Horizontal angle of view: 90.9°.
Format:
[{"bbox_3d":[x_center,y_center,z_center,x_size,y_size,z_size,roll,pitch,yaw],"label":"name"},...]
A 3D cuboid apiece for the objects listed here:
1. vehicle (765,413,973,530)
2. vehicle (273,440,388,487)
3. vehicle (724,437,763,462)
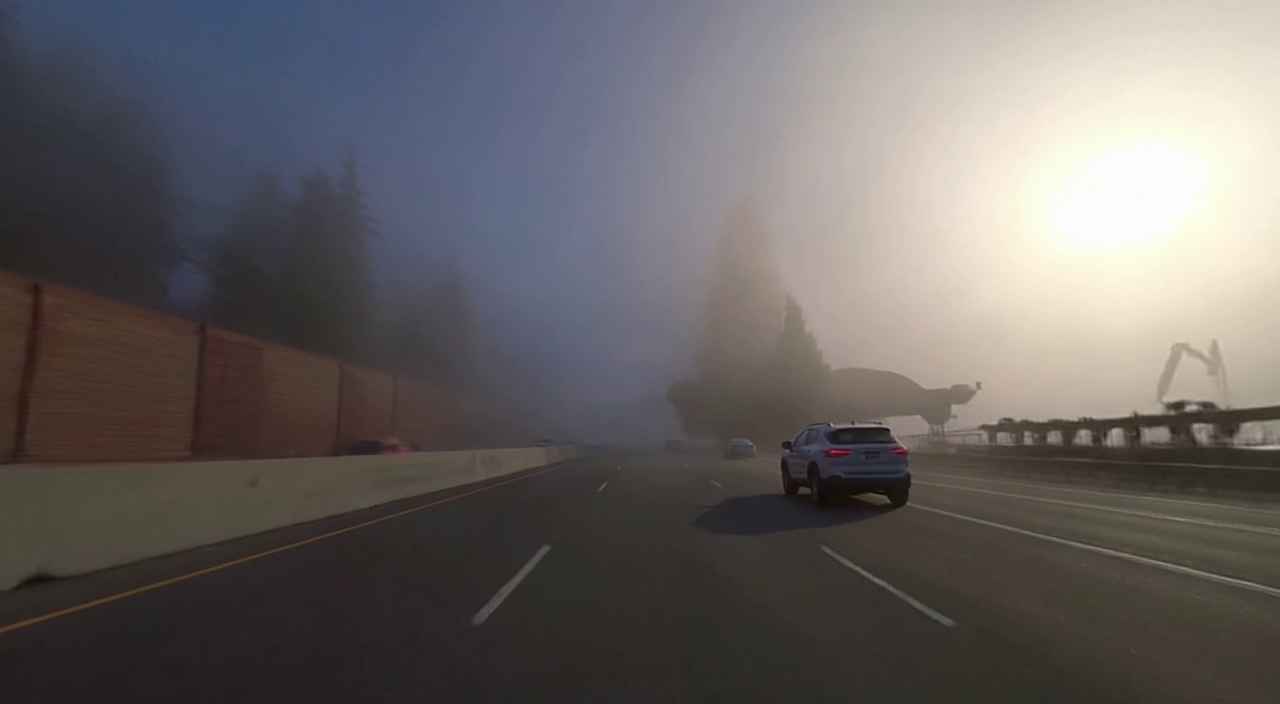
[{"bbox_3d":[4.011,2.192,12.133,2.190,1.783,4.637,0,-8,-1],"label":"vehicle"},{"bbox_3d":[-10.831,3.925,22.495,1.829,1.484,4.385,0,-8,1],"label":"vehicle"},{"bbox_3d":[7.824,7.394,48.099,2.066,1.795,4.674,0,-8,-1],"label":"vehicle"}]
